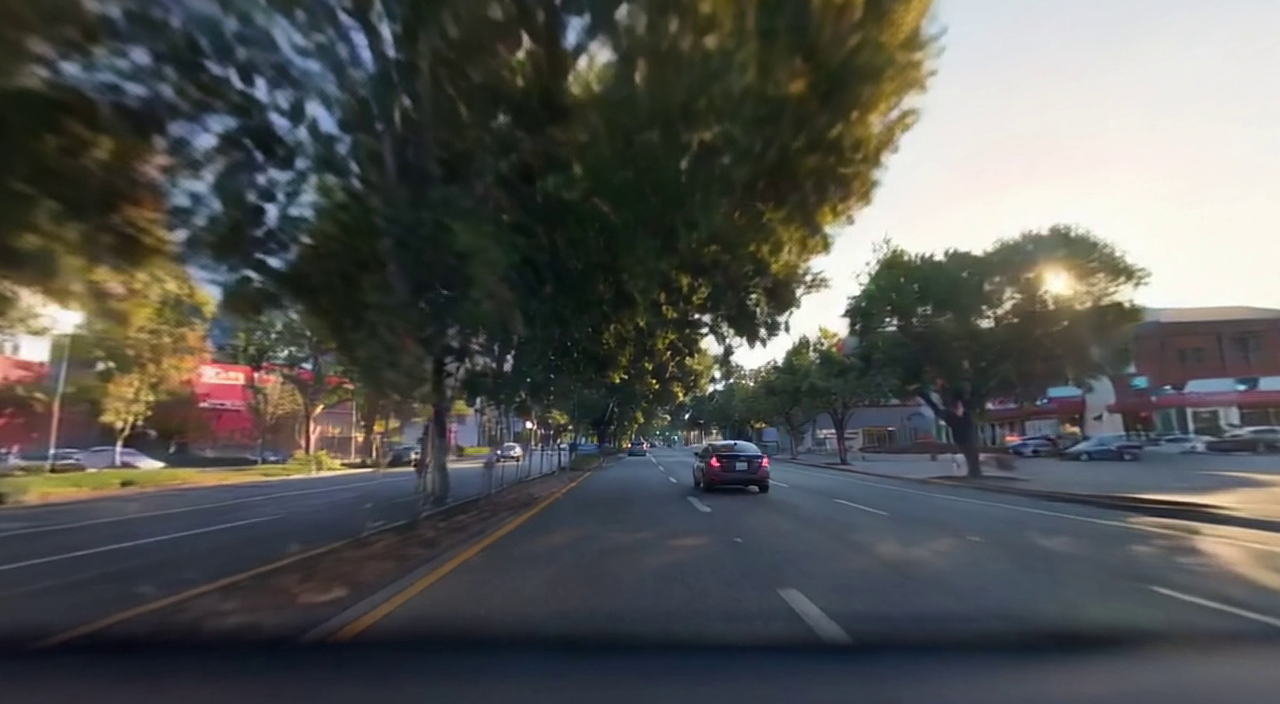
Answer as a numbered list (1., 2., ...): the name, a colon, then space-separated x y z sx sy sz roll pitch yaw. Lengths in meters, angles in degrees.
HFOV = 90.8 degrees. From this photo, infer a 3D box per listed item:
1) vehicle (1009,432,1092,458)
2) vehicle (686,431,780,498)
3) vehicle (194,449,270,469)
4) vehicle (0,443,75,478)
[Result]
1. vehicle: 32.080 7.262 49.452 4.867 1.962 2.172 0 -8 0
2. vehicle: 2.528 3.189 18.316 1.963 1.677 4.229 0 -8 -2
3. vehicle: -29.543 7.755 45.810 4.215 1.415 1.843 0 -8 -1
4. vehicle: -29.546 5.064 29.412 4.545 1.531 1.947 -2 -9 0
